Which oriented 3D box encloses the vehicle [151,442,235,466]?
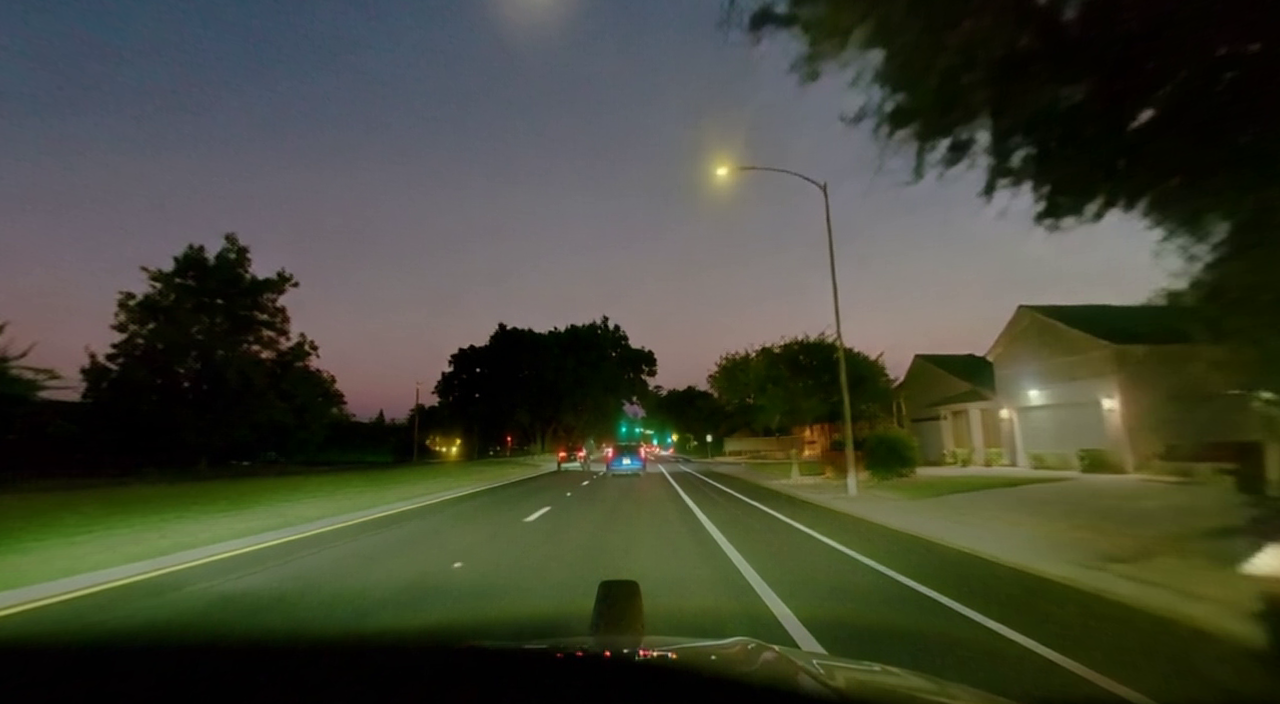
[{"bbox_3d":[-33.095,7.585,46.566,4.564,1.717,1.977,0,-9,-1],"label":"vehicle"}]

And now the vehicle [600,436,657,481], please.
[{"bbox_3d":[-0.441,4.472,26.546,2.220,1.742,4.047,0,-9,0],"label":"vehicle"}]

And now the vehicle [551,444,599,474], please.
[{"bbox_3d":[-3.381,5.662,33.495,2.032,1.433,4.458,0,-9,1],"label":"vehicle"}]
